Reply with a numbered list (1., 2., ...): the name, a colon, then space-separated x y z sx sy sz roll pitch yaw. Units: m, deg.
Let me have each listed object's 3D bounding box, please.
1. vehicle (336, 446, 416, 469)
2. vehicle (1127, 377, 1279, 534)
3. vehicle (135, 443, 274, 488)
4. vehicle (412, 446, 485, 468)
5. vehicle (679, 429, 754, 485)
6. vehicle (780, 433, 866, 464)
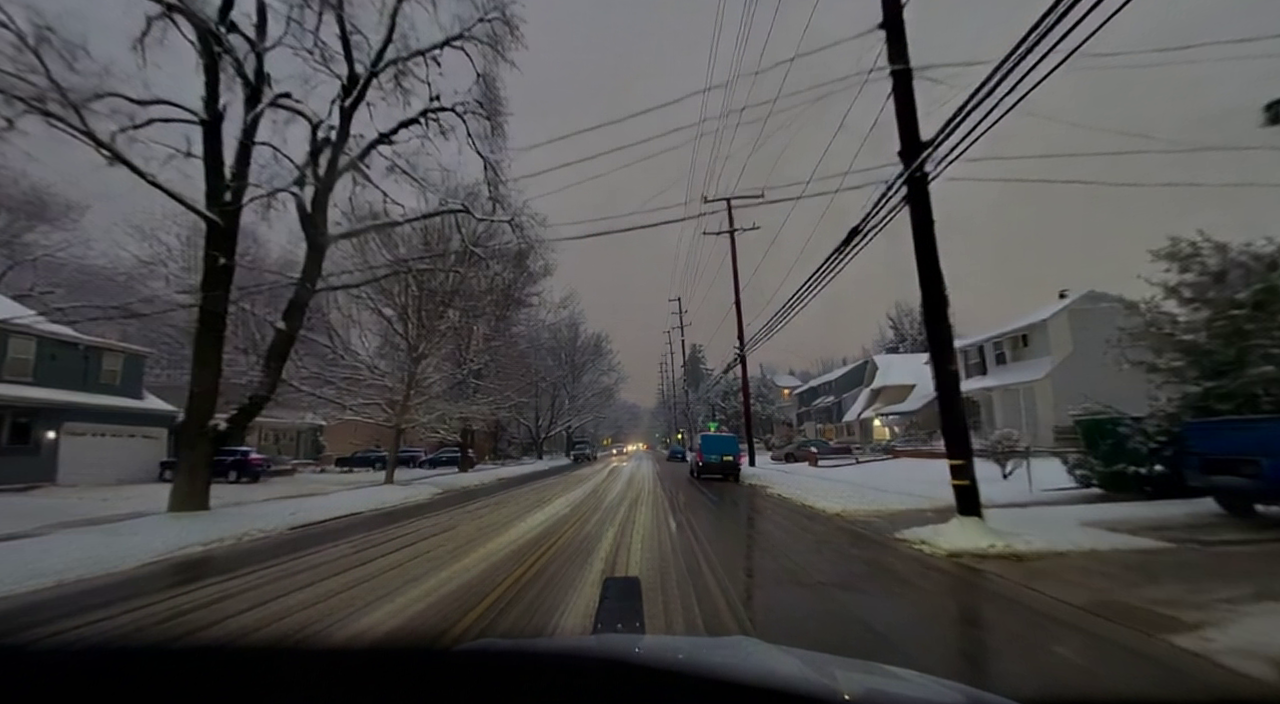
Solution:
1. vehicle: -18.171 7.282 43.615 4.615 1.482 2.073 1 -8 0
2. vehicle: 10.296 1.327 8.801 5.030 1.915 2.221 -2 -8 2
3. vehicle: -18.420 4.800 26.899 4.414 1.731 2.008 -1 -8 -1
4. vehicle: -13.230 7.302 43.887 4.443 1.475 1.932 0 -9 -2
5. vehicle: 2.953 4.246 25.832 2.311 2.069 5.156 0 -9 -1
6. vehicle: 11.046 5.853 38.315 4.602 1.799 1.859 0 -8 -1
